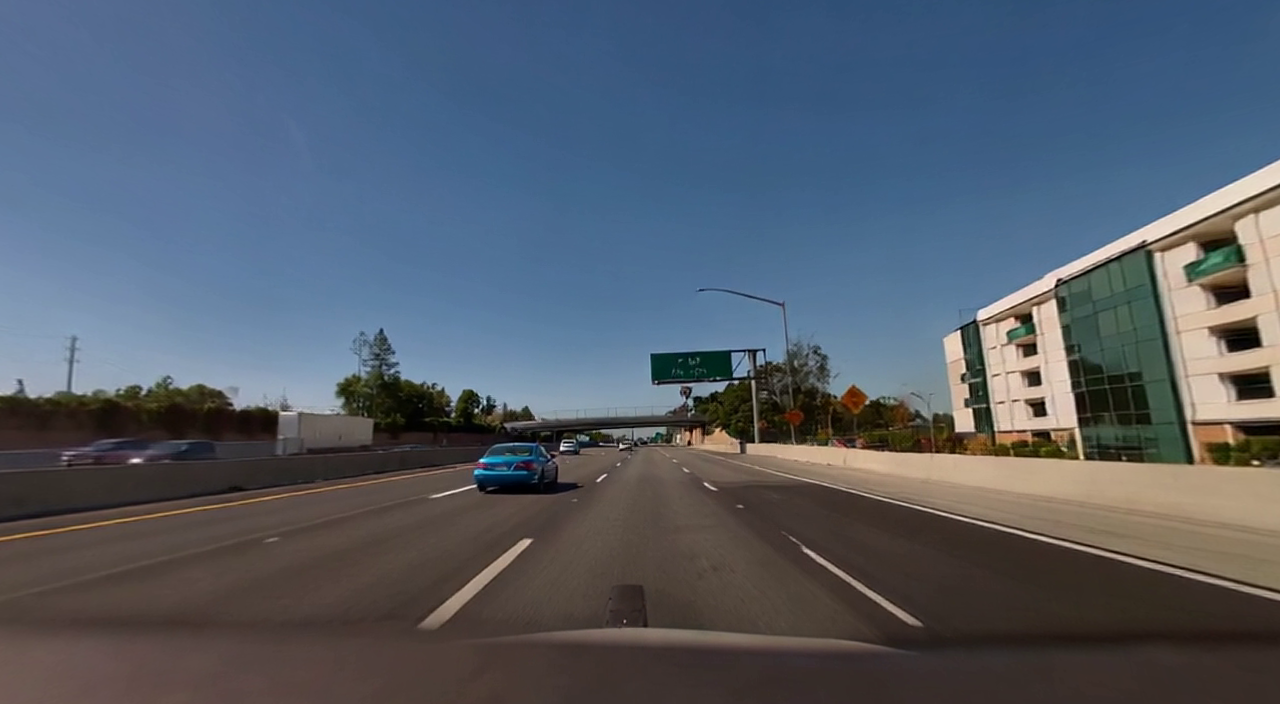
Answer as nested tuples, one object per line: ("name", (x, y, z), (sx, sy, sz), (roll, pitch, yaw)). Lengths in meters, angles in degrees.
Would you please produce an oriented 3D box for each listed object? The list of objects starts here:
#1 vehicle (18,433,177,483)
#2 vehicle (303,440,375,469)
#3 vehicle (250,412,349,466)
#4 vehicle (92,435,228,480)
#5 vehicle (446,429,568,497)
("vehicle", (-24.074, 4.725, 28.391), (2.198, 2.010, 5.484), (0, -8, 1))
("vehicle", (-16.751, 5.708, 35.341), (1.857, 1.481, 4.317), (0, -8, 1))
("vehicle", (-24.324, 6.333, 45.610), (2.786, 3.517, 7.464), (0, -8, 1))
("vehicle", (-20.382, 4.483, 27.129), (2.045, 1.748, 4.757), (0, -8, 1))
("vehicle", (-3.373, 2.942, 17.154), (2.144, 1.565, 4.951), (0, -8, 1))
